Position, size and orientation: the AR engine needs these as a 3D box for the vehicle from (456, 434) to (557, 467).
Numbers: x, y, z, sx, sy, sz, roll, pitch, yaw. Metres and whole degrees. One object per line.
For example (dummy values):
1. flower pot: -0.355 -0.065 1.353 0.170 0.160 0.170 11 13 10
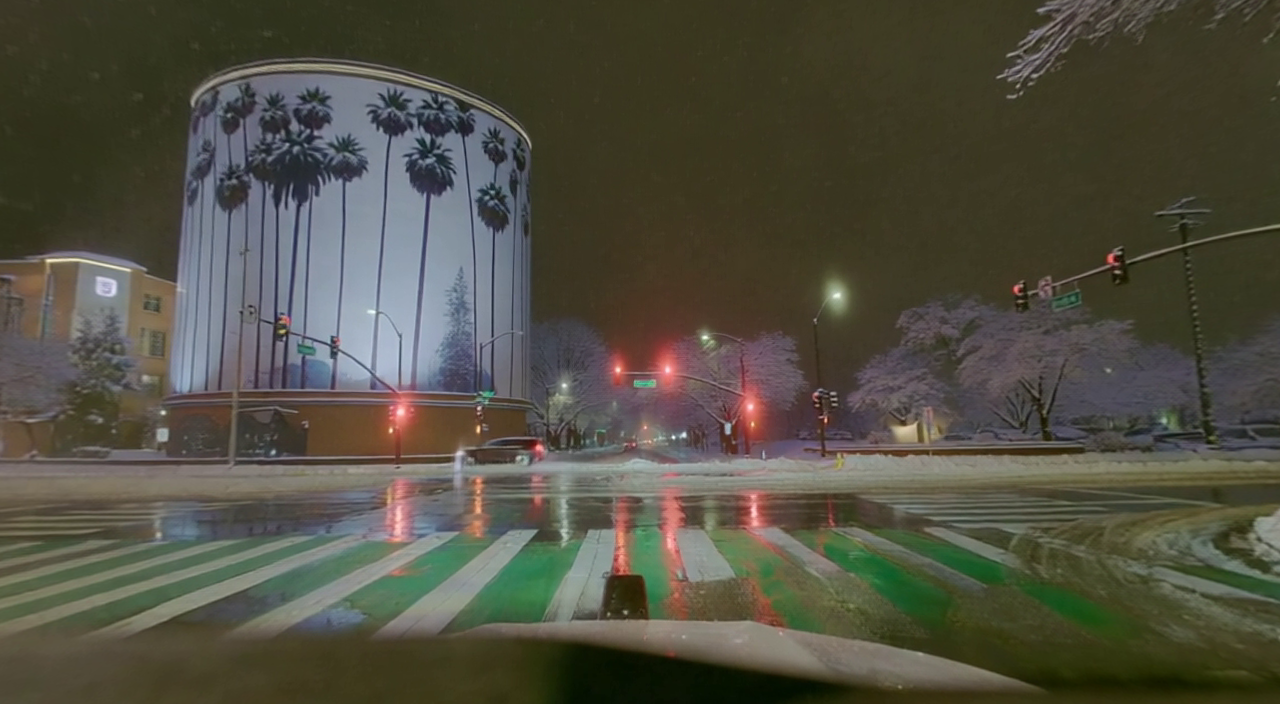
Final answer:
1. vehicle: -7.853 5.830 37.466 5.477 1.880 2.125 0 -8 1

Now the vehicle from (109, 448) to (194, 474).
1. vehicle: -33.084 7.396 42.750 4.136 1.661 1.857 0 -8 1

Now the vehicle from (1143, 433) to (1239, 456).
1. vehicle: 36.023 6.040 41.283 4.606 1.449 1.687 0 -8 2

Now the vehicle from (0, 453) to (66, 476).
1. vehicle: -41.679 7.602 42.763 3.698 1.508 1.779 0 -8 1
